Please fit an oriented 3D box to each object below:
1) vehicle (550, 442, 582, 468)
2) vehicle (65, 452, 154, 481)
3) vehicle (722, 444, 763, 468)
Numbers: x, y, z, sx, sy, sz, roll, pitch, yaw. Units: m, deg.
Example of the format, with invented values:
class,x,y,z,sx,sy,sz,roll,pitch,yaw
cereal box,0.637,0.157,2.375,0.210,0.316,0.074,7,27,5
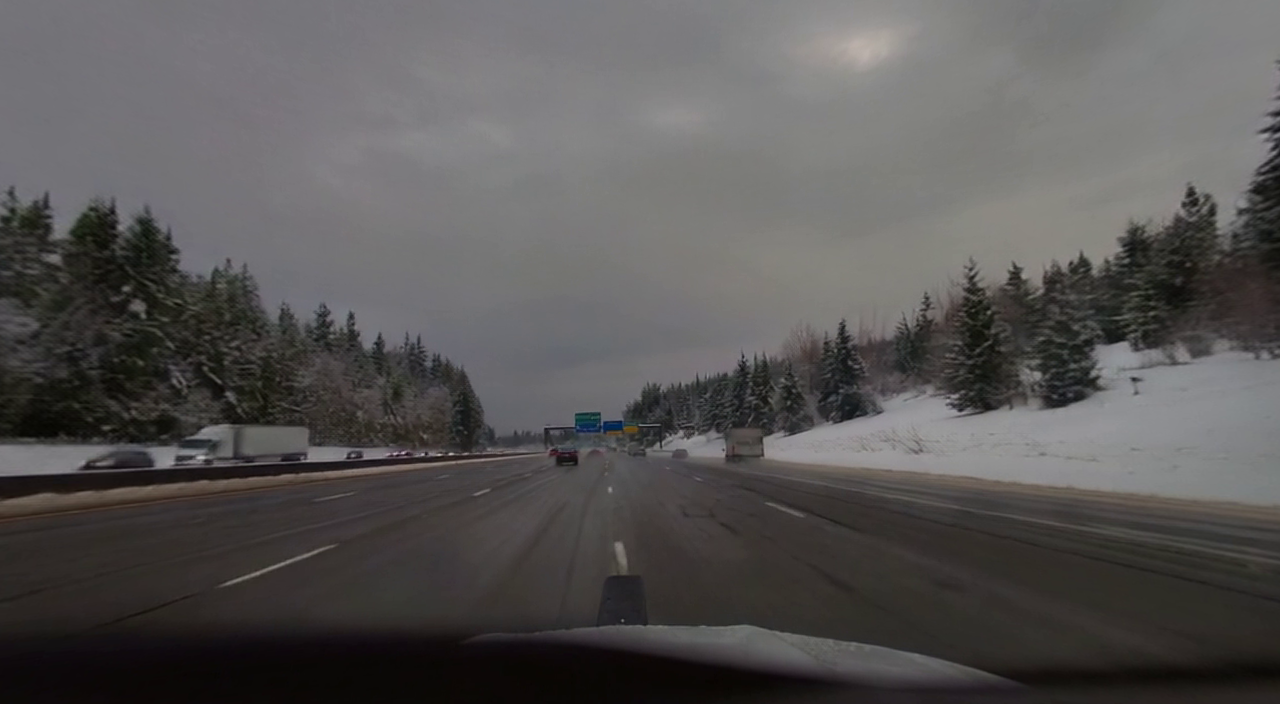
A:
class,x,y,z,sx,sy,sz,roll,pitch,yaw
vehicle,-5.419,7.628,46.738,2.167,1.847,4.097,0,-9,-5
vehicle,-31.135,6.713,37.138,1.827,1.563,4.222,1,-9,-6
vehicle,7.281,7.457,45.179,1.989,1.591,4.348,0,-9,-4
